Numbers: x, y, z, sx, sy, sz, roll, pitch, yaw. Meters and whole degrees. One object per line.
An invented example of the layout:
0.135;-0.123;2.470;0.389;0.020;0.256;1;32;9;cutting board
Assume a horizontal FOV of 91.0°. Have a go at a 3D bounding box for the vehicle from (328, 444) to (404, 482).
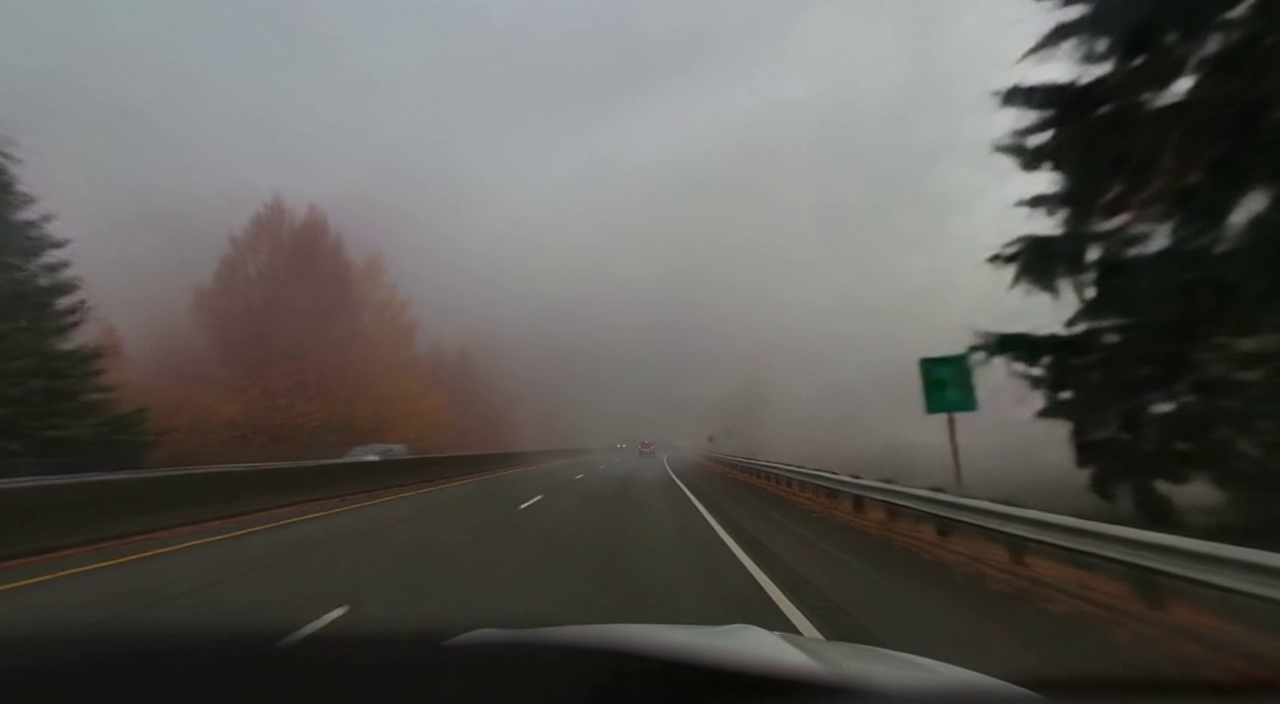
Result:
-13.996;5.654;32.446;1.820;1.755;4.457;-1;-8;1;vehicle
